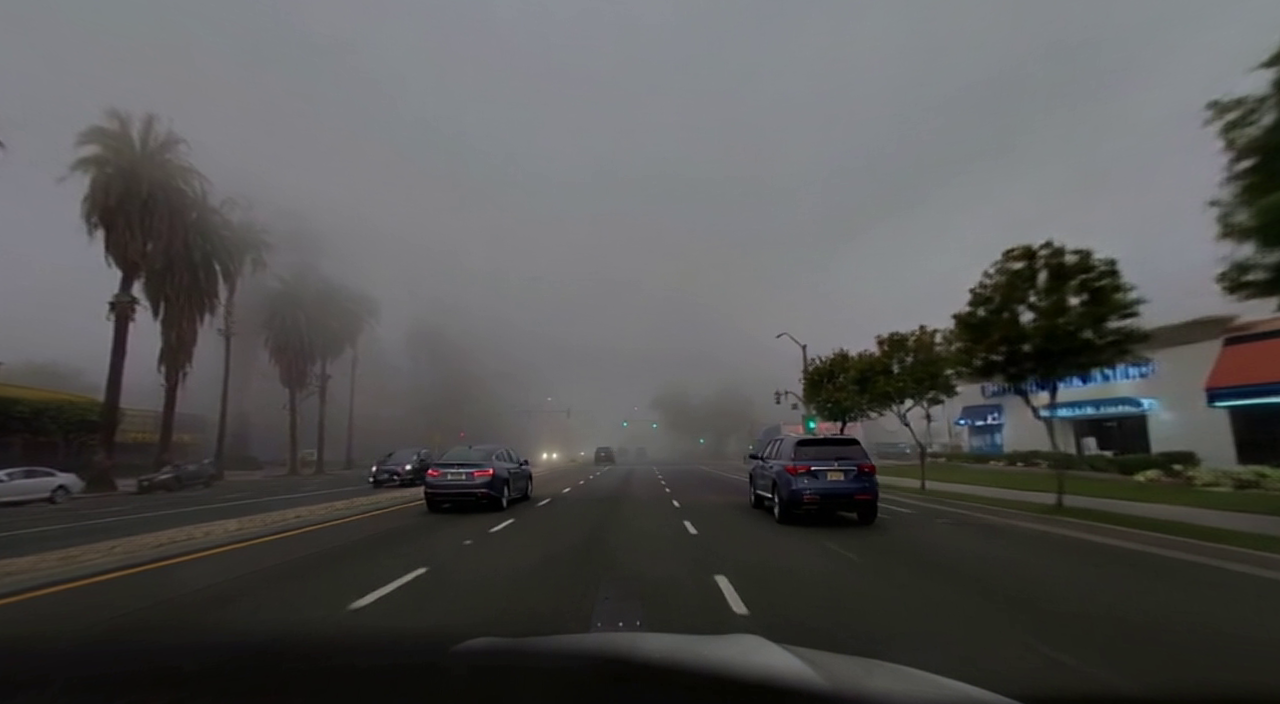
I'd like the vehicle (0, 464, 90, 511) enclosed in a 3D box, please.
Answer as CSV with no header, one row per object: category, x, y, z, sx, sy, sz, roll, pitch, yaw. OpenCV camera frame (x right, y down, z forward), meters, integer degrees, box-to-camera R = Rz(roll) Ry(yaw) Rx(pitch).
vehicle,-22.868,4.914,22.893,1.926,1.483,4.349,-2,-9,1

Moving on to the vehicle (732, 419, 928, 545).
vehicle,2.934,2.121,10.893,1.982,1.711,4.276,0,-9,-1

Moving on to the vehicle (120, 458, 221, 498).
vehicle,-22.964,6.133,31.106,1.868,1.602,4.102,-3,-8,-1

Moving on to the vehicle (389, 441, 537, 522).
vehicle,-3.650,2.743,13.900,2.034,1.498,3.995,0,-9,1
